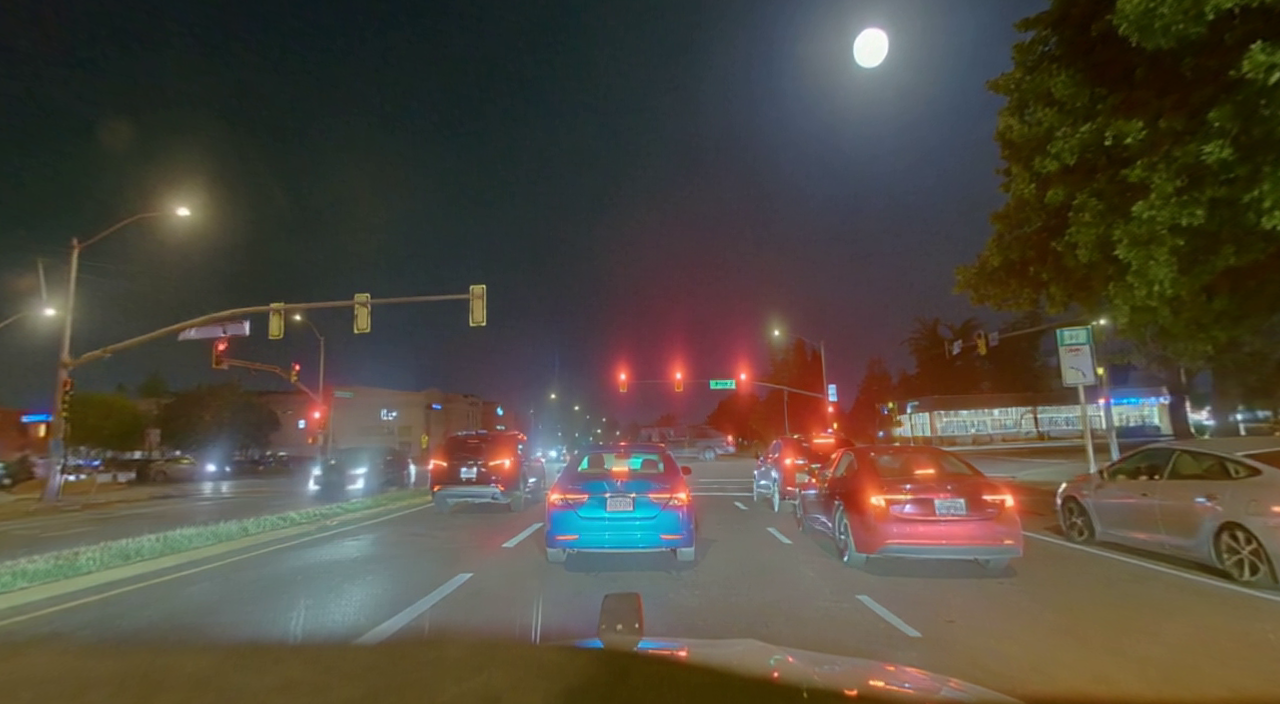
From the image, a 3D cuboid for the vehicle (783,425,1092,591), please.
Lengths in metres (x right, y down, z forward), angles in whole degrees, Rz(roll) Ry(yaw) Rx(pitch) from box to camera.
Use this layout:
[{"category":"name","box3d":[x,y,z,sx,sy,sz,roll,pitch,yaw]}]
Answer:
[{"category":"vehicle","box3d":[3.237,1.757,8.001,2.020,1.513,4.120,0,-8,2]}]

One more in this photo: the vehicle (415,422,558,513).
[{"category":"vehicle","box3d":[-3.437,2.709,15.387,2.160,1.823,5.115,0,-8,1]}]

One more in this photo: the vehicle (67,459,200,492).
[{"category":"vehicle","box3d":[-25.269,6.144,31.738,4.679,1.488,2.052,2,-9,-13]}]

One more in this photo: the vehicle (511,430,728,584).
[{"category":"vehicle","box3d":[-0.177,1.802,8.157,2.098,1.477,3.897,0,-8,1]}]

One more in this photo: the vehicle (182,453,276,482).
[{"category":"vehicle","box3d":[-24.720,6.972,38.117,4.238,1.671,1.898,2,-9,-10]}]

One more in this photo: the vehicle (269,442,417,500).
[{"category":"vehicle","box3d":[-8.505,3.423,18.678,1.966,1.469,4.714,0,-9,2]}]

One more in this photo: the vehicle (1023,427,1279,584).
[{"category":"vehicle","box3d":[7.198,1.737,7.820,2.004,1.508,4.646,0,-8,0]}]
